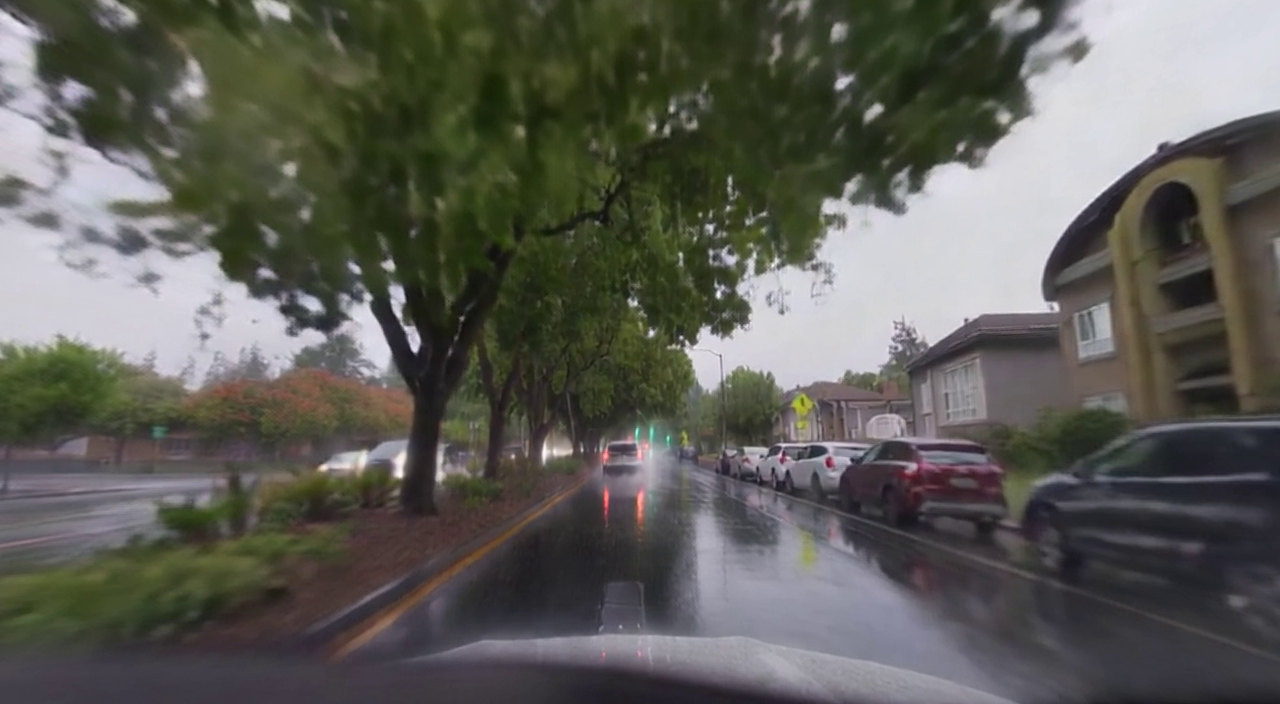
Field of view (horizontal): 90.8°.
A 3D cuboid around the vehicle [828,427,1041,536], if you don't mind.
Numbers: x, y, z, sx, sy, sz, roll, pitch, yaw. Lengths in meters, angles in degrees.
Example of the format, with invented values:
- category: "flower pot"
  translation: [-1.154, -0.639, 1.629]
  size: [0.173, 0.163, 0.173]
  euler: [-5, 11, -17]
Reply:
- category: "vehicle"
  translation: [5.601, 2.498, 12.840]
  size: [2.053, 1.799, 4.446]
  euler: [0, -8, -1]

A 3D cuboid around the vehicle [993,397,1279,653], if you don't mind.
- category: "vehicle"
  translation: [5.614, 1.433, 5.831]
  size: [2.026, 1.822, 4.520]
  euler: [0, -8, 0]

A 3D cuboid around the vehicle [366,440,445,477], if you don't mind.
- category: "vehicle"
  translation: [-12.001, 5.477, 32.777]
  size: [2.020, 1.754, 5.185]
  euler: [0, -8, 1]

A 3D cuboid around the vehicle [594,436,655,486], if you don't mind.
- category: "vehicle"
  translation: [-0.547, 4.035, 23.667]
  size: [2.070, 1.698, 3.925]
  euler: [0, -8, -1]

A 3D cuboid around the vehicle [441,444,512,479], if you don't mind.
- category: "vehicle"
  translation: [-7.614, 5.128, 29.953]
  size: [2.105, 1.474, 4.808]
  euler: [0, -8, 0]
